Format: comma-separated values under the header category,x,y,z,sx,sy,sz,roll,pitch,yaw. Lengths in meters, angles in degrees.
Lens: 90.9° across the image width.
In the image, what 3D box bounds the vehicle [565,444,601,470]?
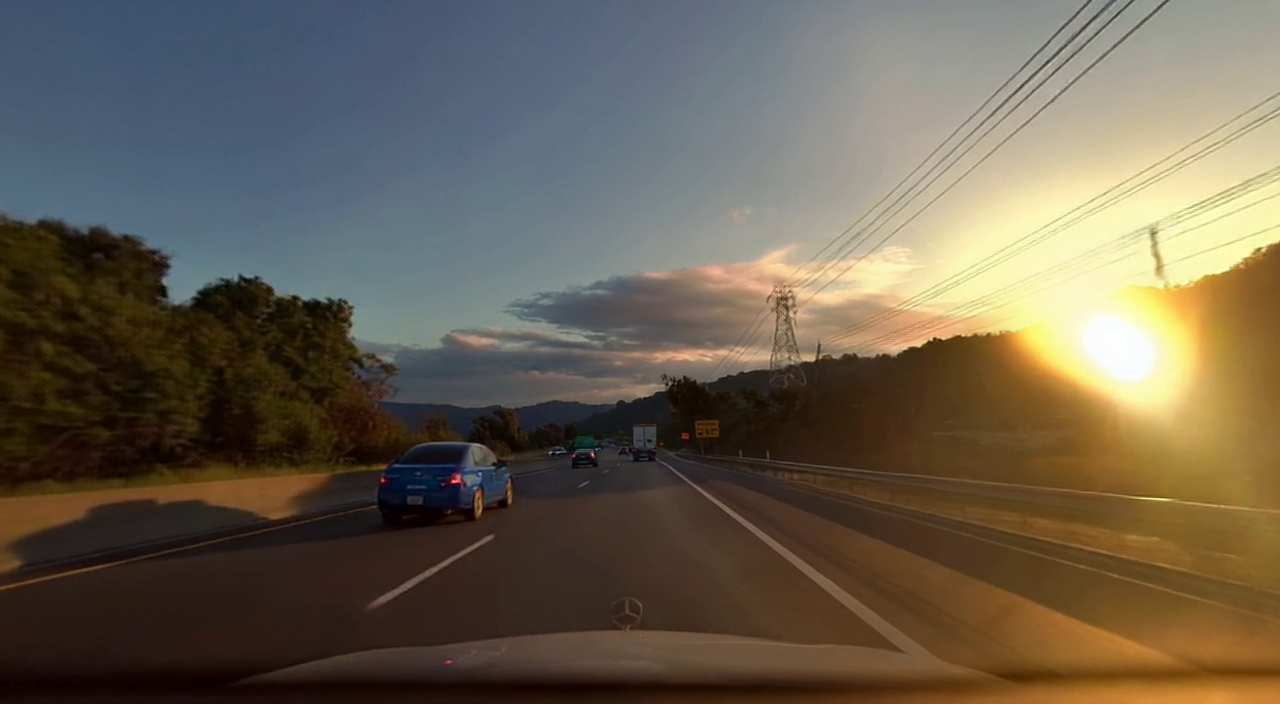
category,x,y,z,sx,sy,sz,roll,pitch,yaw
vehicle,-4.031,7.506,45.193,2.111,1.735,4.066,0,-9,1

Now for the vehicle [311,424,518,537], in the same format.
category,x,y,z,sx,sy,sz,roll,pitch,yaw
vehicle,-3.902,2.324,12.083,2.049,1.697,4.998,0,-9,1
